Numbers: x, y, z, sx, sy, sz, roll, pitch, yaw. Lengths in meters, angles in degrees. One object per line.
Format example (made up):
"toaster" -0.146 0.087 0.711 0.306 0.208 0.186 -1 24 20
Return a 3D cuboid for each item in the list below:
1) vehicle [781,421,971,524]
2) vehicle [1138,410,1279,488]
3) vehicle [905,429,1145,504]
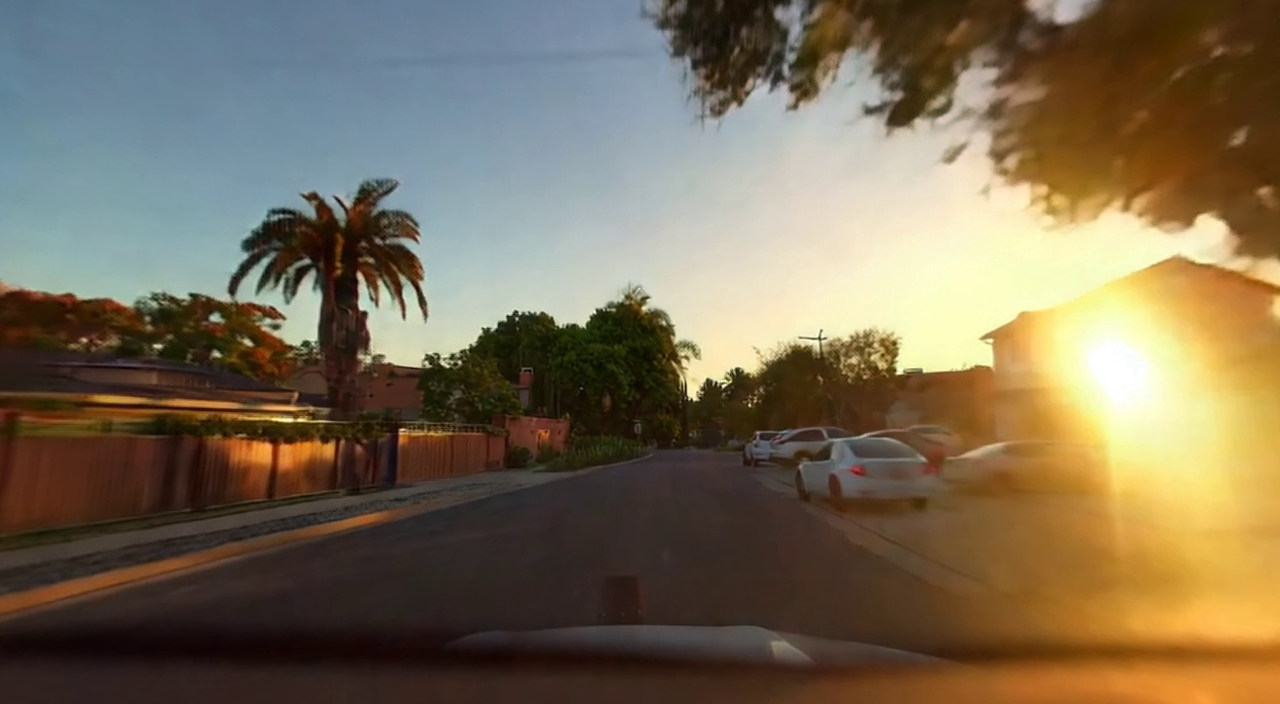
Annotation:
"vehicle" 4.430 2.324 12.808 2.051 1.676 4.497 -1 -8 -1
"vehicle" 13.267 1.969 12.966 4.246 1.488 1.943 -2 -8 14
"vehicle" 8.327 2.499 13.997 4.057 1.483 1.828 -1 -8 3
